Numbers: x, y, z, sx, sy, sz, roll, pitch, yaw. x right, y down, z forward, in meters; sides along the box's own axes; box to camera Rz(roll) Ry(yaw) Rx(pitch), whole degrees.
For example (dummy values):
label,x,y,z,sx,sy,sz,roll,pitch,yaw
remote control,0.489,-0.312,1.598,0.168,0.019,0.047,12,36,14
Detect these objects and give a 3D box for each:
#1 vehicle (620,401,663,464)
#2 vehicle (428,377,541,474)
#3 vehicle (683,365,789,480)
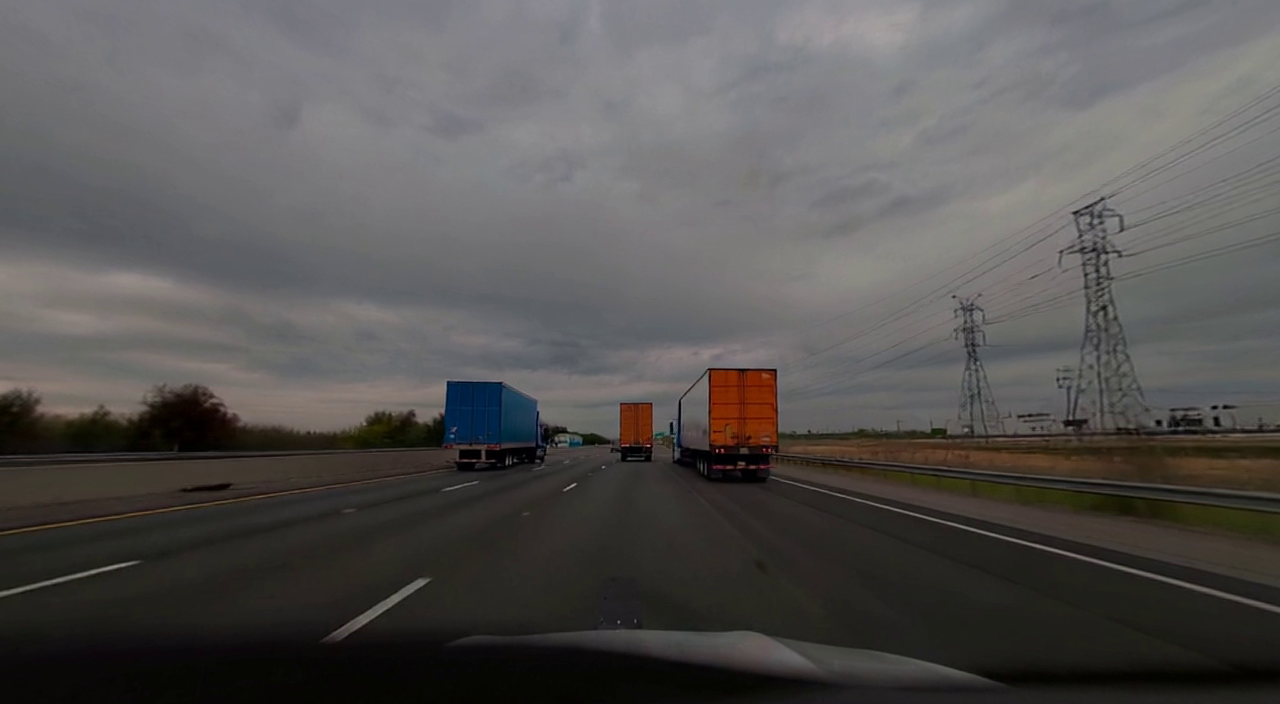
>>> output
label,x,y,z,sx,sy,sz,roll,pitch,yaw
vehicle,0.227,6.385,49.268,2.891,4.252,12.228,-1,-9,1
vehicle,-7.285,3.865,31.742,2.937,3.981,11.119,0,-9,-1
vehicle,3.602,3.120,26.562,2.806,3.919,9.777,0,-9,-1
